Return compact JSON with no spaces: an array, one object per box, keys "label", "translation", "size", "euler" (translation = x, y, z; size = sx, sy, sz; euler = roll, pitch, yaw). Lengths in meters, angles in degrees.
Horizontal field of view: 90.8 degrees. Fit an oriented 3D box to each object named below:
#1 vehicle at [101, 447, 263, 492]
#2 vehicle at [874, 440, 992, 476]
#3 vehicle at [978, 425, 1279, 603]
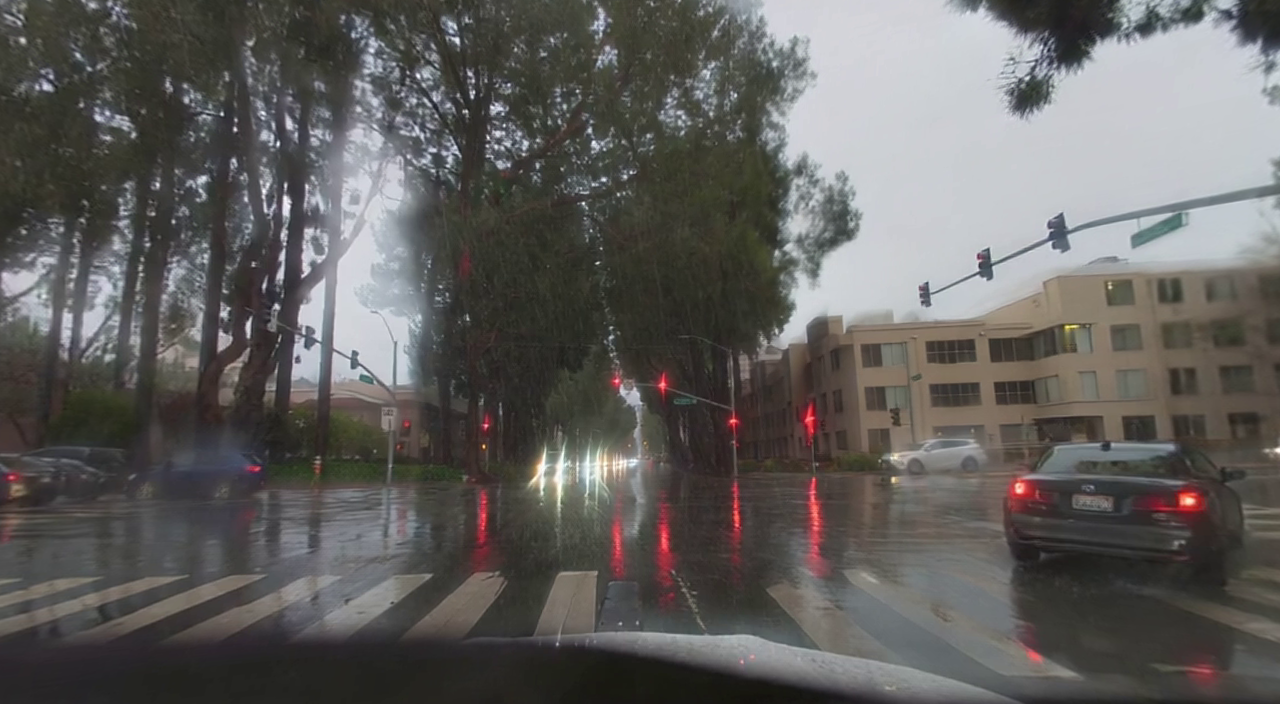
[{"label":"vehicle","translation":[-19.161,4.949,26.648],"size":[4.798,1.763,2.536],"euler":[0,-10,0]},{"label":"vehicle","translation":[16.183,5.873,35.148],"size":[5.220,1.897,2.596],"euler":[0,-8,0]},{"label":"vehicle","translation":[5.680,1.780,8.033],"size":[2.189,1.536,4.492],"euler":[-4,-9,26]}]
